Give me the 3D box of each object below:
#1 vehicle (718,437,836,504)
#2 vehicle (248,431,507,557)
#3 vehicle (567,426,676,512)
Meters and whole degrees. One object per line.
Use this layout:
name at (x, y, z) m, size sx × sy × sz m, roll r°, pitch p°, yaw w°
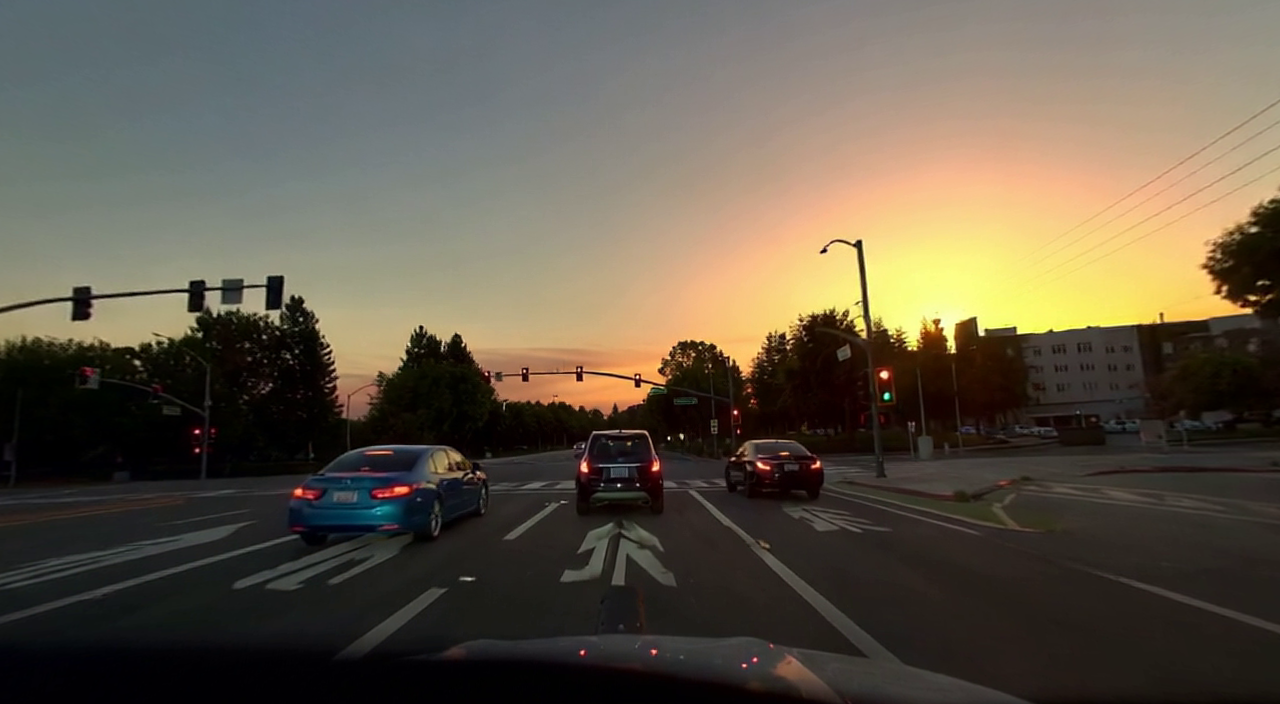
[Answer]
vehicle at (3.280, 2.928, 16.123) m, size 1.970 × 1.449 × 4.433 m, roll 0°, pitch -8°, yaw -1°
vehicle at (-3.581, 2.018, 9.763) m, size 2.052 × 1.472 × 4.479 m, roll 0°, pitch -8°, yaw 0°
vehicle at (-0.351, 2.490, 13.840) m, size 2.038 × 1.599 × 3.844 m, roll 0°, pitch -8°, yaw 0°
